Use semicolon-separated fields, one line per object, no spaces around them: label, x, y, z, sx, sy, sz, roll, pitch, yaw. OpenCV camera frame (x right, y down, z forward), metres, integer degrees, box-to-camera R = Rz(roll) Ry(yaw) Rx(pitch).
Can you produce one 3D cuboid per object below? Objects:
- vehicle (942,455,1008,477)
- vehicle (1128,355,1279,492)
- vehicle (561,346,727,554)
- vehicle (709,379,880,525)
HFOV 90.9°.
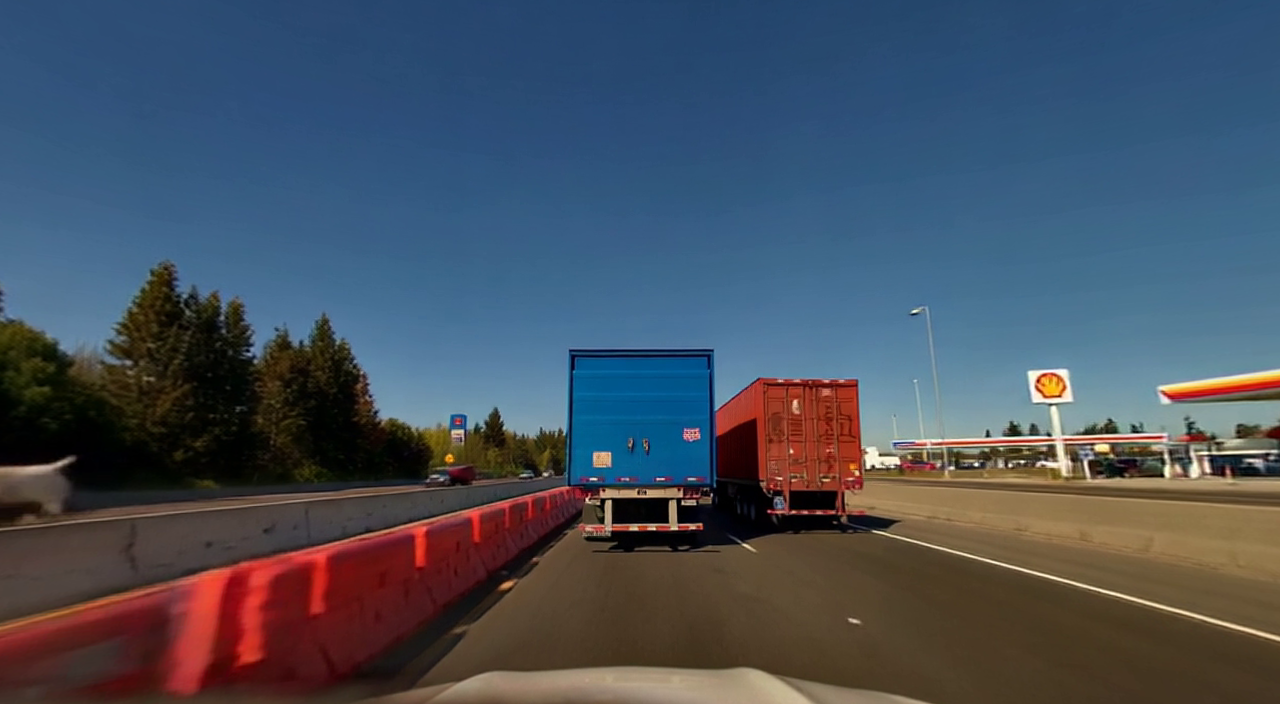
vehicle;24.520;8.373;46.308;1.762;1.470;4.485;3;-11;-11
vehicle;20.836;1.999;18.113;2.771;4.075;13.513;1;-11;0
vehicle;0.040;2.334;14.495;2.618;3.306;8.676;1;-10;0
vehicle;4.420;3.381;20.757;2.936;3.640;9.443;1;-10;-2
